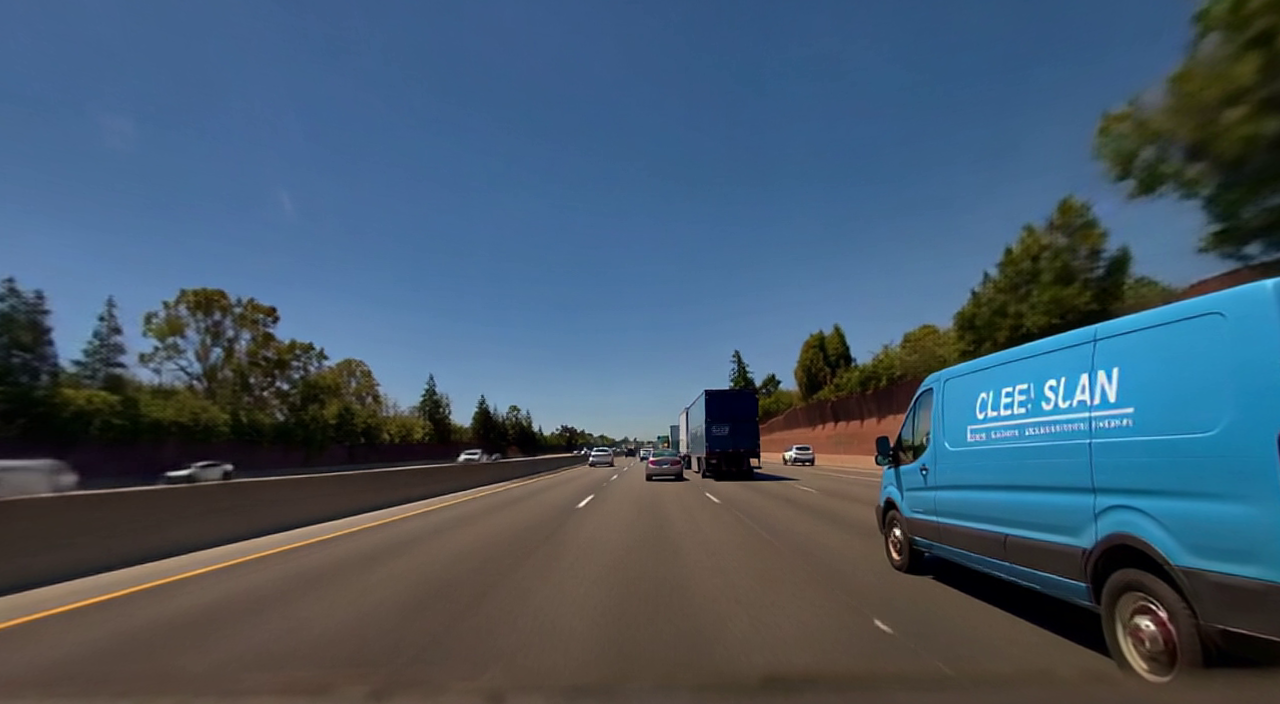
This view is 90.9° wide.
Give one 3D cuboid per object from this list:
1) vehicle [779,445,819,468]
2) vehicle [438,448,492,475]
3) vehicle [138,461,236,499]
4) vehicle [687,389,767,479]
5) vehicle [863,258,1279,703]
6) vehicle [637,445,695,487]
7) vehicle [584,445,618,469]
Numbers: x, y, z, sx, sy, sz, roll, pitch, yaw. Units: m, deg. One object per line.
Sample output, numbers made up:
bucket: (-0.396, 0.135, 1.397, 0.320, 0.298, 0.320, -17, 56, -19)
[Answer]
vehicle: (11.269, 7.444, 44.907, 1.870, 1.525, 3.680, 0, -9, 0)
vehicle: (-11.731, 7.335, 42.642, 2.115, 1.685, 4.831, 0, -9, 1)
vehicle: (-23.389, 6.581, 32.824, 1.872, 1.709, 4.341, 0, -9, -1)
vehicle: (4.423, 4.680, 35.047, 2.821, 4.077, 12.562, 0, -9, 1)
vehicle: (3.669, 0.903, 3.975, 2.441, 2.017, 5.739, 0, -9, 1)
vehicle: (0.928, 4.416, 24.752, 2.063, 1.469, 4.208, 0, -9, 0)
vehicle: (-2.797, 7.664, 46.196, 2.182, 1.601, 4.364, 0, -9, 1)
